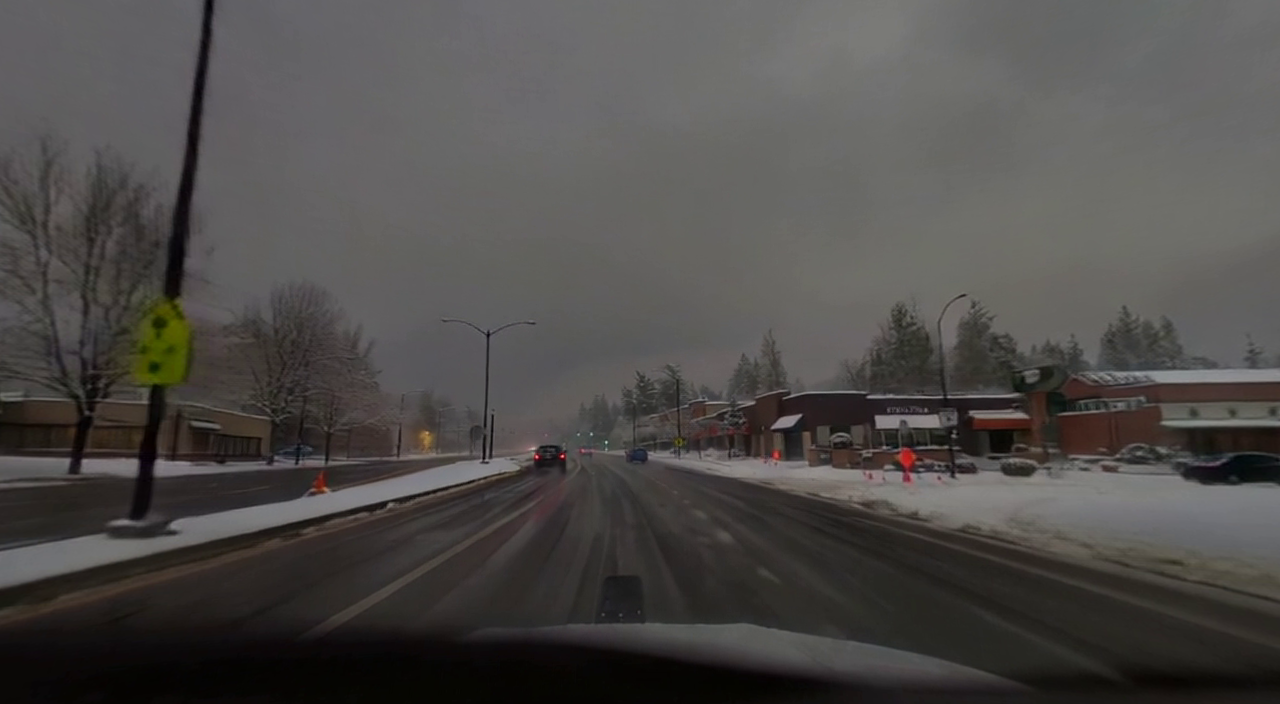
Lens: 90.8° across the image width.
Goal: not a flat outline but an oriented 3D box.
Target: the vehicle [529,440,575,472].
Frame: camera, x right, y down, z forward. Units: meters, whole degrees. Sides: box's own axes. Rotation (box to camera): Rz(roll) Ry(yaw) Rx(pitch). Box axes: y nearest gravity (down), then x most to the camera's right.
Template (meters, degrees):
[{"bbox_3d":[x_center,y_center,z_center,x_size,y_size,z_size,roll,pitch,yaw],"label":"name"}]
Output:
[{"bbox_3d":[-5.078,6.074,36.998,2.381,1.721,4.186,0,-9,-4],"label":"vehicle"}]

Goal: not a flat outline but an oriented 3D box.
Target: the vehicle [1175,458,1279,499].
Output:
[{"bbox_3d":[25.779,5.277,26.634,4.906,1.447,2.076,1,-5,-7],"label":"vehicle"}]
